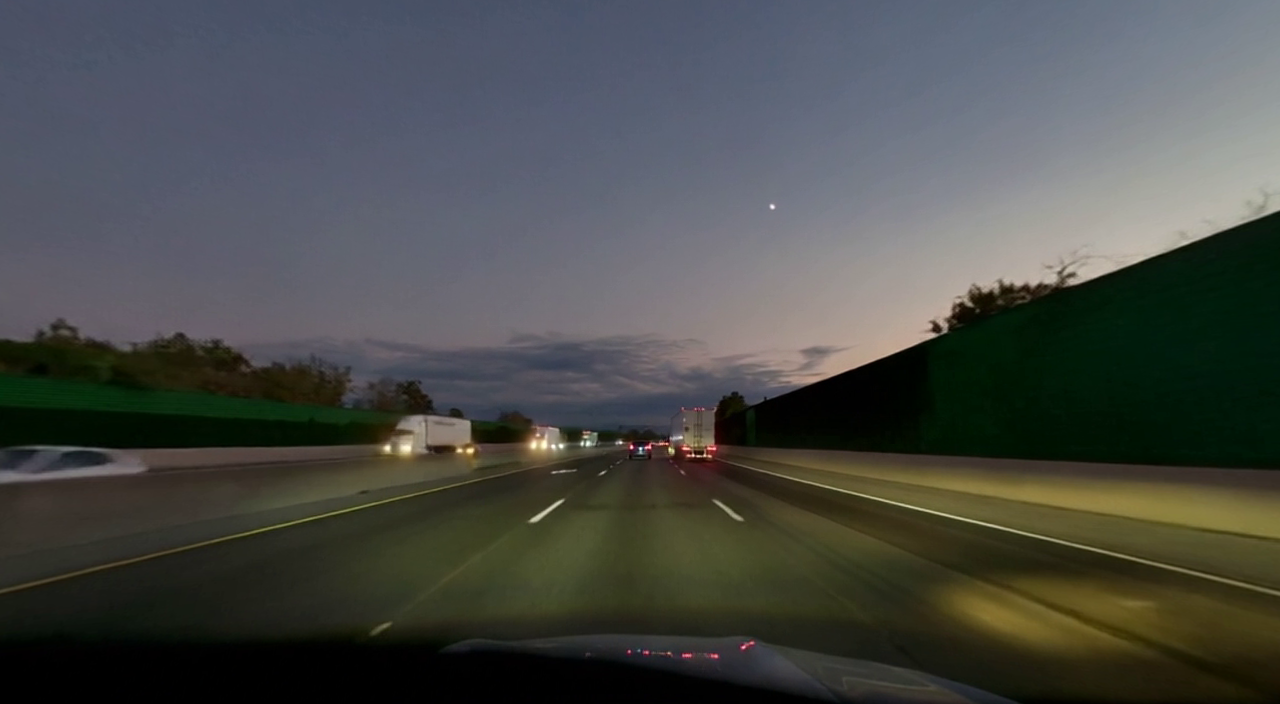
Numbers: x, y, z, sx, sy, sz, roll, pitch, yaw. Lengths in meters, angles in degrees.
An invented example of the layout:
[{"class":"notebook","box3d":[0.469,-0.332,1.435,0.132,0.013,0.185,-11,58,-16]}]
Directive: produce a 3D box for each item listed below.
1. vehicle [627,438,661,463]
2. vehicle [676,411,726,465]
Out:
[{"class":"vehicle","box3d":[0.296,7.417,47.692,2.389,1.760,4.473,0,-8,0]},{"class":"vehicle","box3d":[4.086,5.977,43.716,2.742,3.383,8.285,0,-8,1]}]
